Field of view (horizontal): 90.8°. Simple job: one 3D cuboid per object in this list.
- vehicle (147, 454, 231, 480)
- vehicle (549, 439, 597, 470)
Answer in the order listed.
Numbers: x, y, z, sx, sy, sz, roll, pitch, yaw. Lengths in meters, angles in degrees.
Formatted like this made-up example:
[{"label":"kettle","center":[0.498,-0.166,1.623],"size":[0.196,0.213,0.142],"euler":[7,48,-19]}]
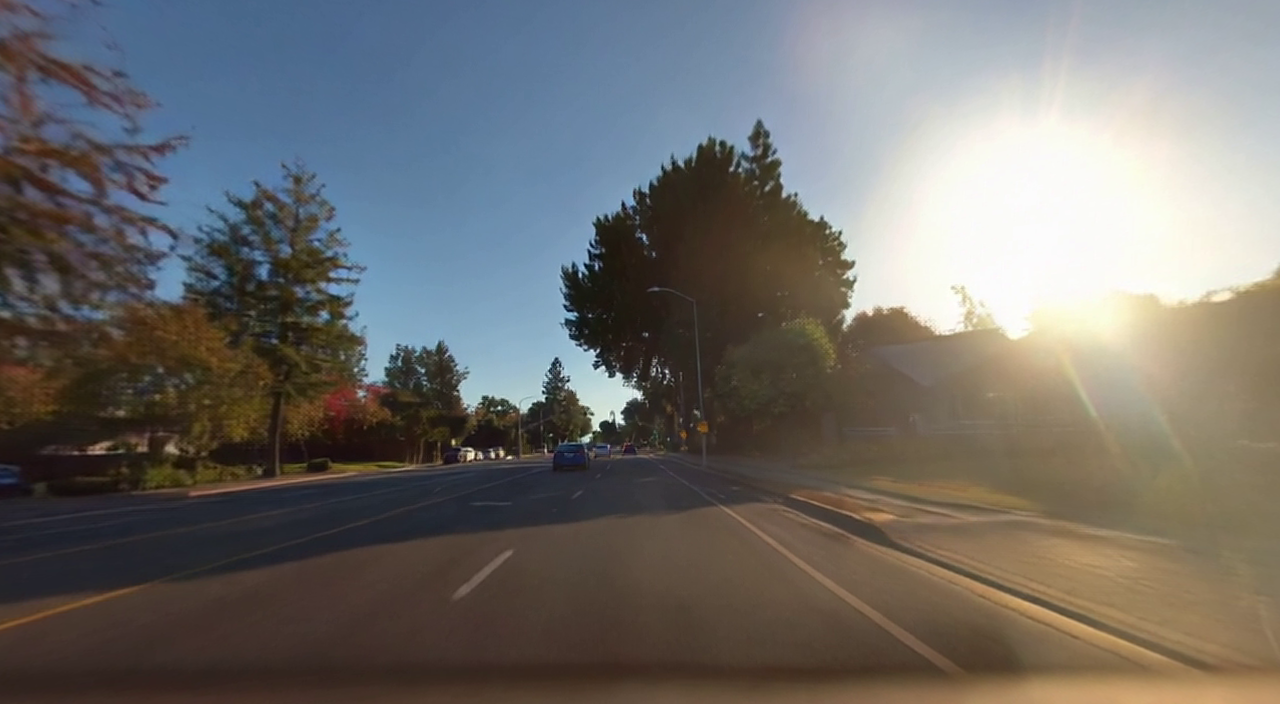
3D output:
[{"label":"vehicle","center":[-28.696,7.292,40.252],"size":[3.814,1.512,1.948],"euler":[0,-8,2]},{"label":"vehicle","center":[-3.379,5.272,32.719],"size":[2.030,1.467,4.251],"euler":[0,-8,0]}]
